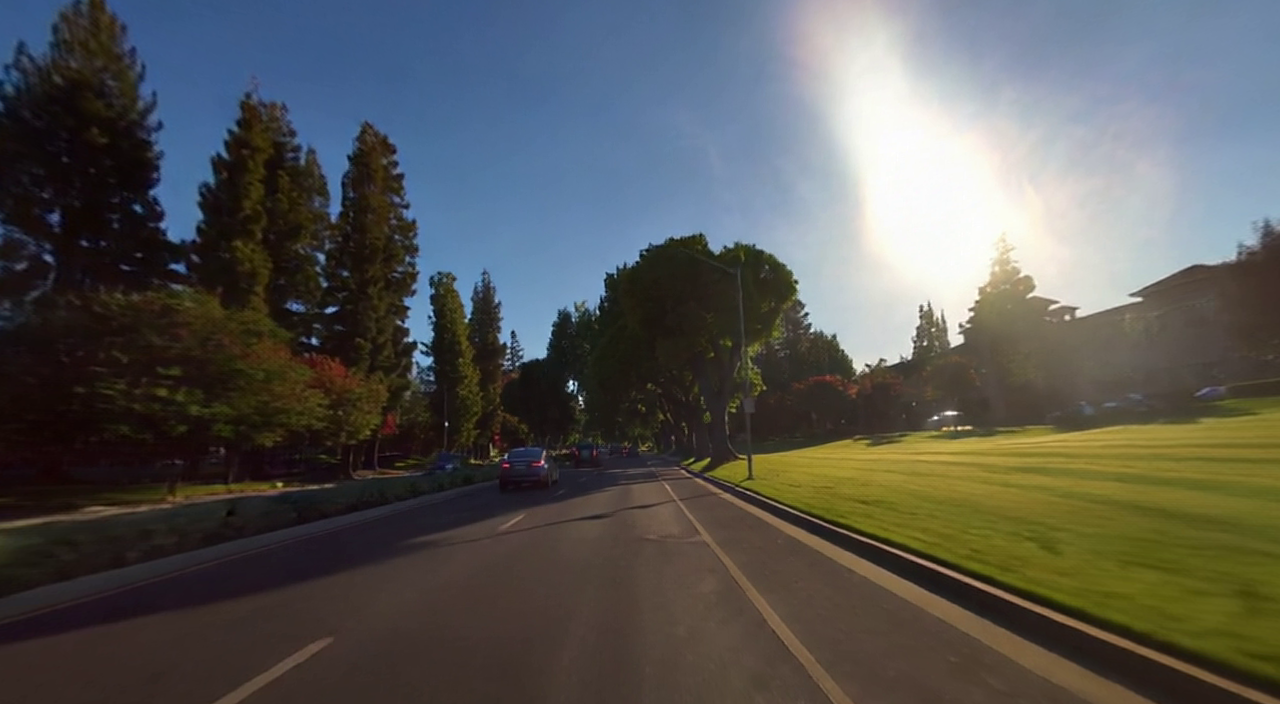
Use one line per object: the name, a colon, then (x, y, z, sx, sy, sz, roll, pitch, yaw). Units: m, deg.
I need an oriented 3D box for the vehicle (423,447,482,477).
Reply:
vehicle: (-11.882, 6.978, 40.446, 2.109, 1.729, 5.492, 0, -9, 0)

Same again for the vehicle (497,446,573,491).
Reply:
vehicle: (-3.632, 4.078, 22.535, 1.932, 1.431, 4.144, 0, -9, 1)
